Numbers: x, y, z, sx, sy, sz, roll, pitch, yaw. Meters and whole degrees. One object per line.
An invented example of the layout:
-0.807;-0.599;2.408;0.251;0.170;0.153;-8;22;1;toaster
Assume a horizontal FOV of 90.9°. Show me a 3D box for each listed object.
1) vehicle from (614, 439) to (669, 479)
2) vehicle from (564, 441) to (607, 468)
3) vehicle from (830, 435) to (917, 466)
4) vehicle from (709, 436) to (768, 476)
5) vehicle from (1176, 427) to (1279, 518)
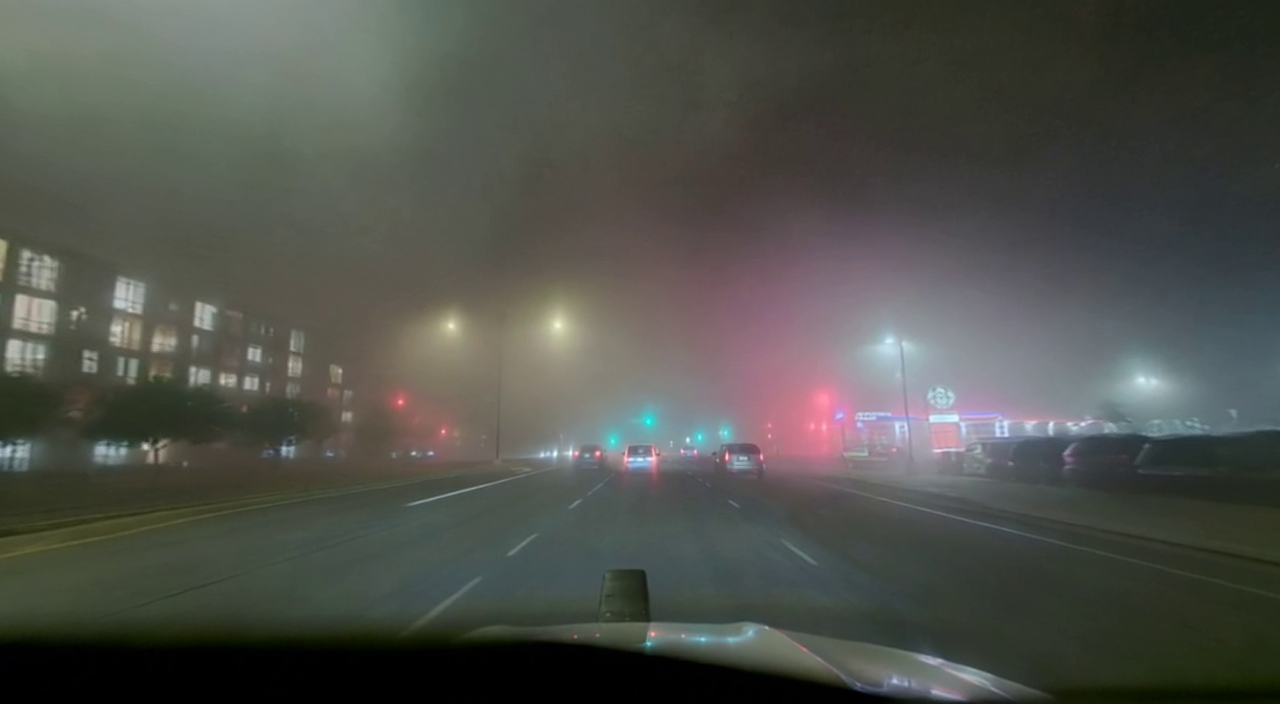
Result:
0.063;4.316;25.741;2.059;1.477;3.988;0;-8;1;vehicle
-3.204;6.082;37.723;2.029;1.482;4.591;0;-8;2;vehicle
15.192;6.429;41.145;4.775;1.728;1.996;-2;-9;0;vehicle
4.480;4.776;29.178;2.007;1.683;4.171;0;-8;0;vehicle
13.521;2.441;13.146;4.346;1.667;2.022;5;-10;-29;vehicle
